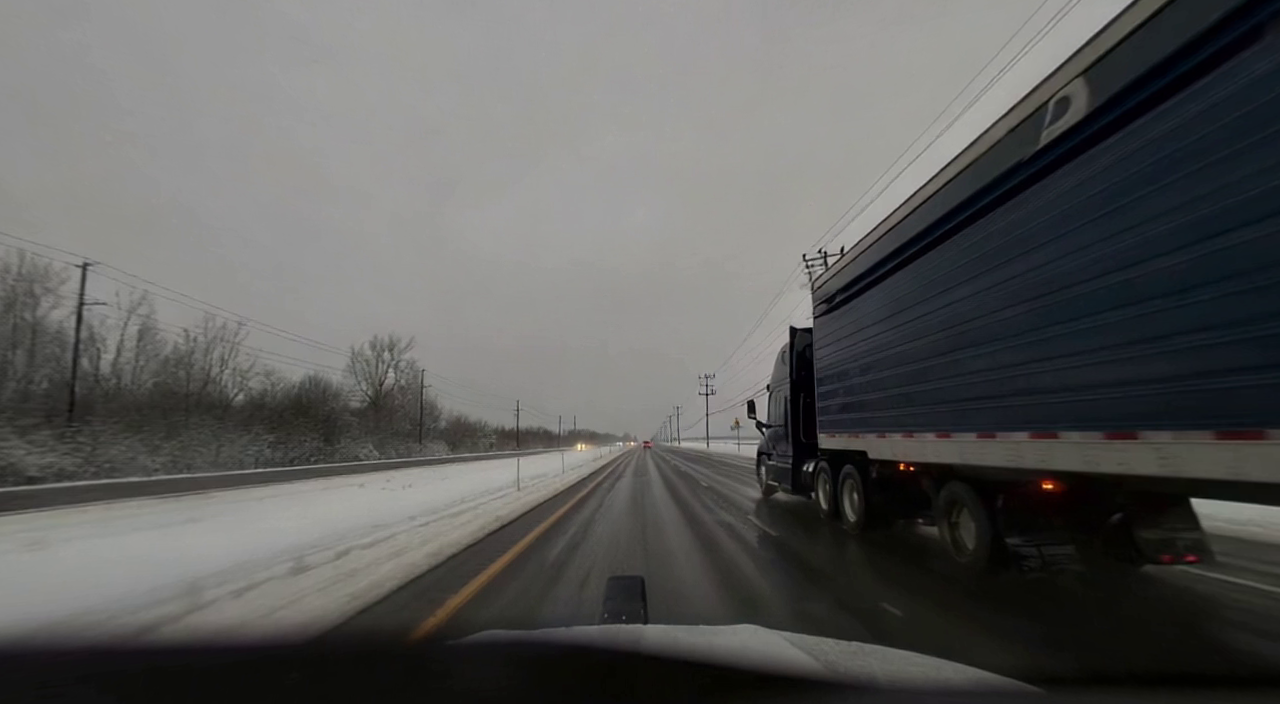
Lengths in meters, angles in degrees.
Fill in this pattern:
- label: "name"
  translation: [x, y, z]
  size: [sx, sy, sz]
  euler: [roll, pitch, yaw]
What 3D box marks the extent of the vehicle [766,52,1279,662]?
- label: "vehicle"
  translation: [4.084, 0.511, 8.156]
  size: [3.031, 3.879, 8.478]
  euler: [0, -8, 0]
